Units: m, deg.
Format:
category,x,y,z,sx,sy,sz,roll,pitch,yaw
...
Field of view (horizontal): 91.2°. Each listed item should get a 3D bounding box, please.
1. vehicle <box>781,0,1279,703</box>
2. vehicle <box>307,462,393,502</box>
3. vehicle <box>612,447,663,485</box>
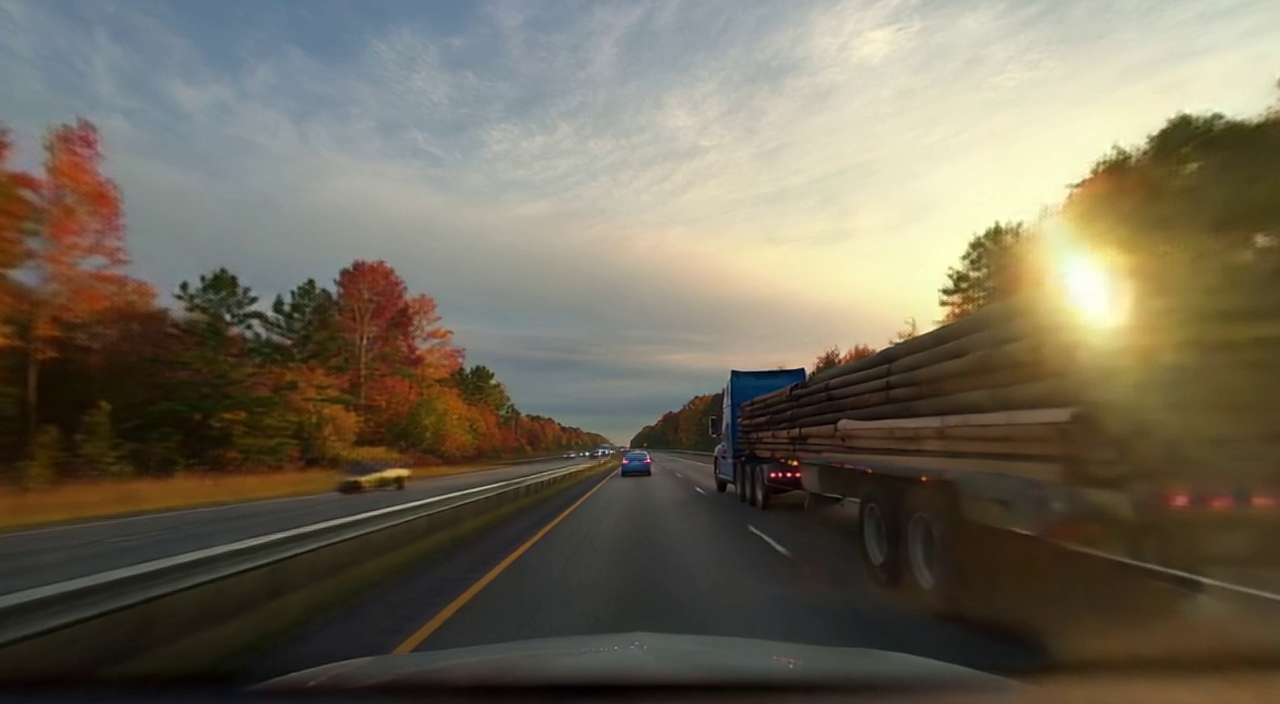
category,x,y,z,sx,sy,sz,roll,pitch,yaw
vehicle,3.964,0.320,6.267,3.004,3.923,8.363,0,-9,-1
vehicle,-12.392,5.561,27.048,1.810,1.462,3.899,-1,-9,0
vehicle,-0.105,5.044,28.031,2.099,1.506,4.097,0,-9,0
